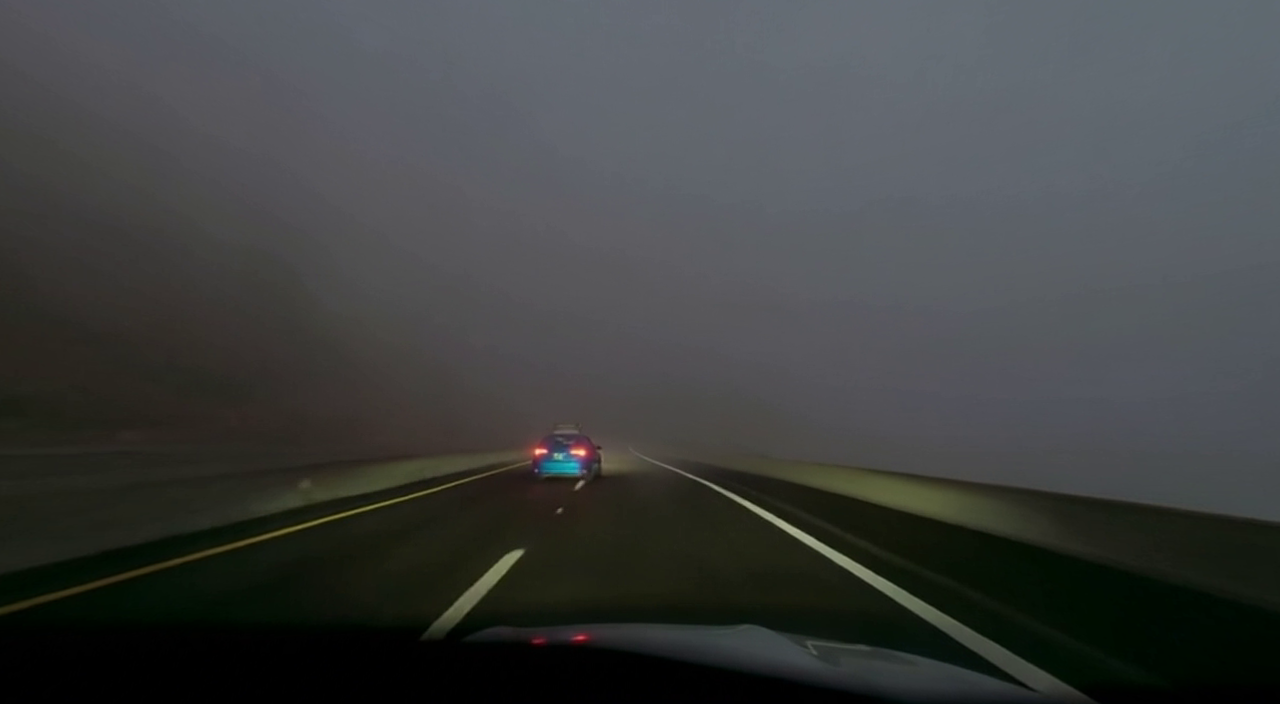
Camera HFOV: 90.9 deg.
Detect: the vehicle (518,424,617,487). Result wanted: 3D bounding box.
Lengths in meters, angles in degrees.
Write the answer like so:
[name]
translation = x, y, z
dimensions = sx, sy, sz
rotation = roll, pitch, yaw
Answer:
[vehicle]
translation = -1.850, 2.825, 17.585
dimensions = 2.097, 1.511, 4.585
rotation = 0, -8, 2
